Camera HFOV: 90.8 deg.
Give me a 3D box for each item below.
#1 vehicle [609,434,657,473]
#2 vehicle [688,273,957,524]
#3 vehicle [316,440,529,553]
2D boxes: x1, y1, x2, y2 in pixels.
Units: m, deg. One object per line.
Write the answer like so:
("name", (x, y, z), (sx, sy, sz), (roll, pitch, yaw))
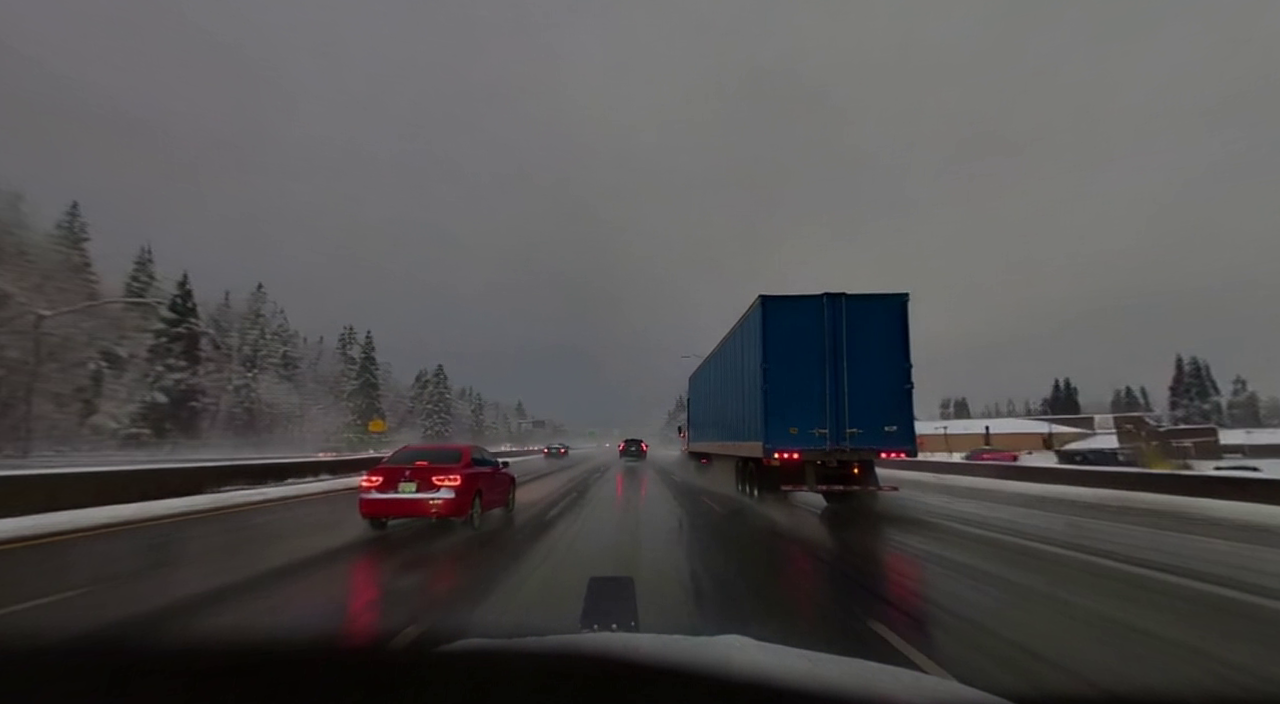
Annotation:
("vehicle", (-0.353, 5.027, 31.411), (2.203, 1.805, 4.358), (0, -9, -1))
("vehicle", (3.480, 1.862, 17.776), (2.876, 4.086, 15.117), (0, -9, -1))
("vehicle", (-3.157, 2.190, 10.329), (1.864, 1.406, 4.544), (0, -9, 0))
